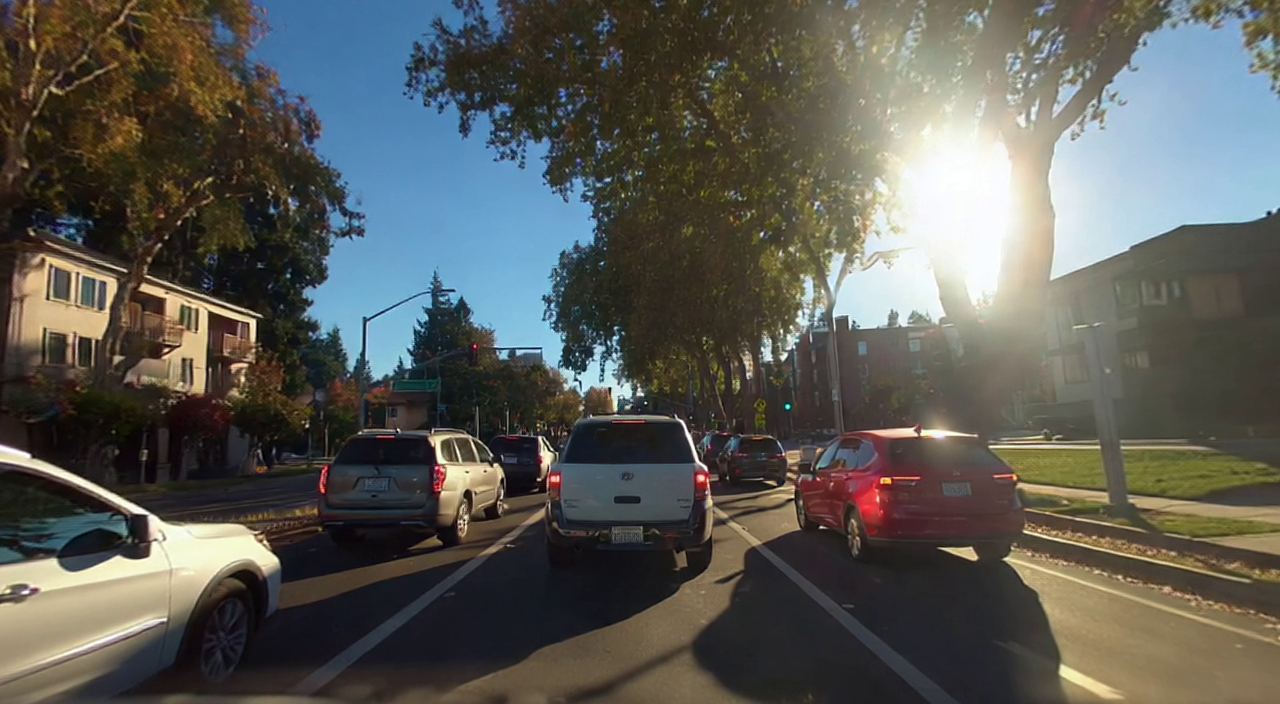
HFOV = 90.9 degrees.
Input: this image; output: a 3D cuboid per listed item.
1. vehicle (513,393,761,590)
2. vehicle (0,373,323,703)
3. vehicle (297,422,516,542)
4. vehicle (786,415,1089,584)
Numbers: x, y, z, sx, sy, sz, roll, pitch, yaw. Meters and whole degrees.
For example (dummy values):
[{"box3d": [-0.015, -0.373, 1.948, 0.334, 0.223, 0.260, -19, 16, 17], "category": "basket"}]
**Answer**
[{"box3d": [-0.010, 1.535, 7.695, 2.193, 1.744, 4.033, 0, -8, 1], "category": "vehicle"}, {"box3d": [-3.782, 0.995, 3.298, 1.929, 1.641, 4.193, 0, -8, 2], "category": "vehicle"}, {"box3d": [-3.662, 2.117, 10.918, 2.042, 1.641, 4.314, 0, -8, 1], "category": "vehicle"}, {"box3d": [3.255, 1.668, 7.862, 1.922, 1.579, 3.642, 0, -8, -1], "category": "vehicle"}]
